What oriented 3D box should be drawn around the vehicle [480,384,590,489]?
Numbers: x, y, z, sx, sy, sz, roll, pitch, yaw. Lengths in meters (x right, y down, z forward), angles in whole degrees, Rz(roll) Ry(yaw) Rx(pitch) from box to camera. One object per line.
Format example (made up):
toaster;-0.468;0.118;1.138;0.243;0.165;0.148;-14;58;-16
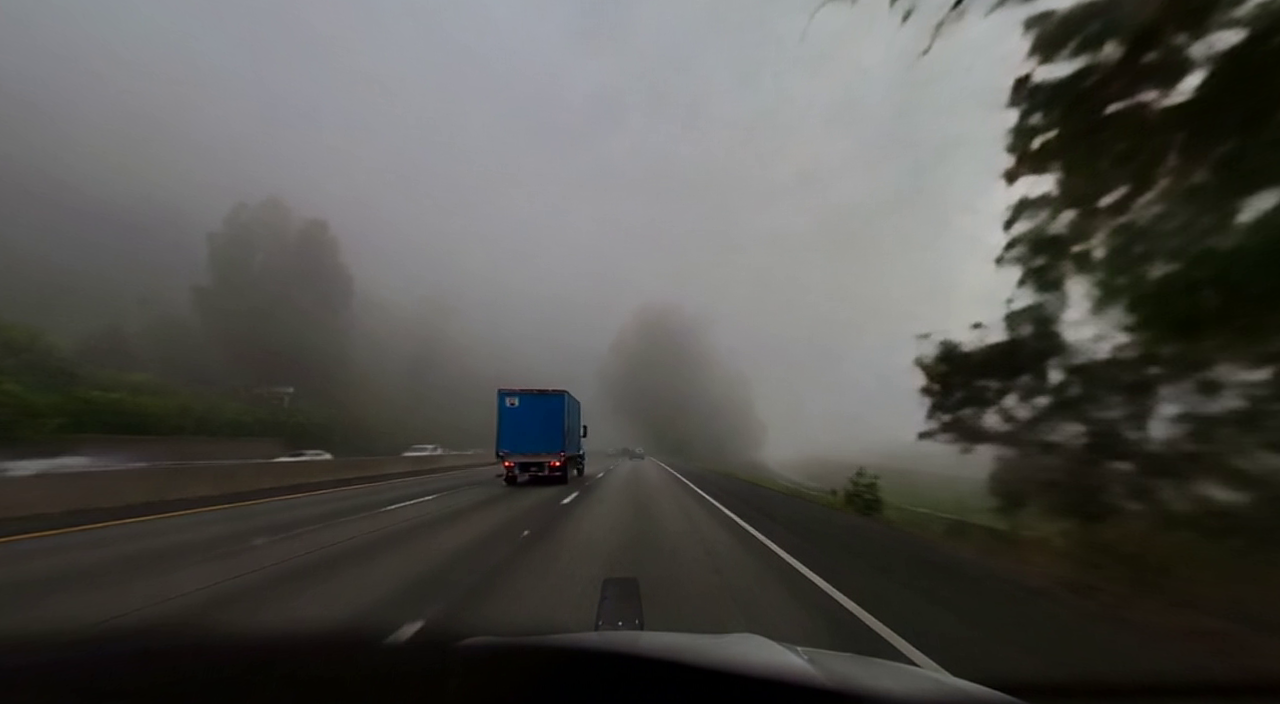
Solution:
vehicle;-3.649;3.270;24.216;2.874;3.309;8.208;0;-8;-1
